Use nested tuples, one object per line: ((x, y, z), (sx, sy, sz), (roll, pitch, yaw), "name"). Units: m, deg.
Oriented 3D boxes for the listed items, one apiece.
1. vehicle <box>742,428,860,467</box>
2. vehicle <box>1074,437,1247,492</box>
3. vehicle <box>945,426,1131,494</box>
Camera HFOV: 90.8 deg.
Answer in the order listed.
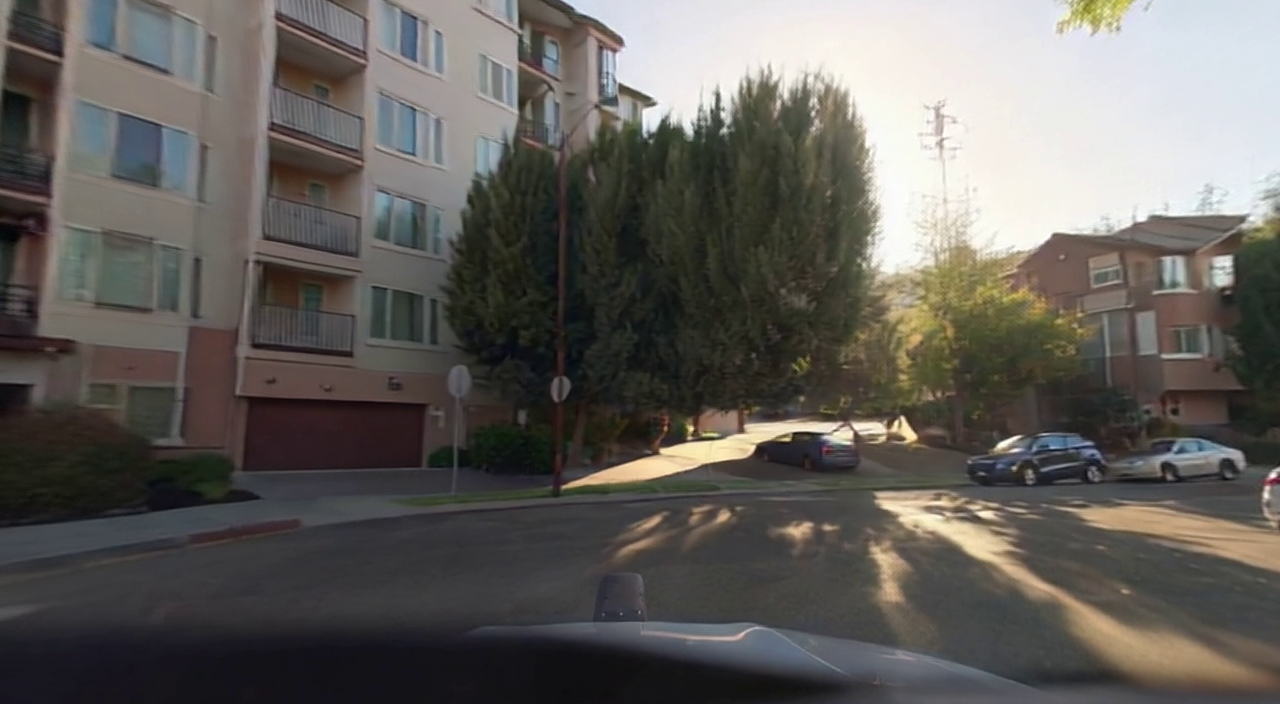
((6.520, 3.829, 25.508), (4.714, 1.458, 1.812), (5, -9, -32), "vehicle")
((16.183, 3.431, 19.648), (4.696, 1.478, 1.902), (2, -9, -20), "vehicle")
((11.347, 3.029, 18.076), (4.584, 1.744, 1.946), (3, -8, -19), "vehicle")
